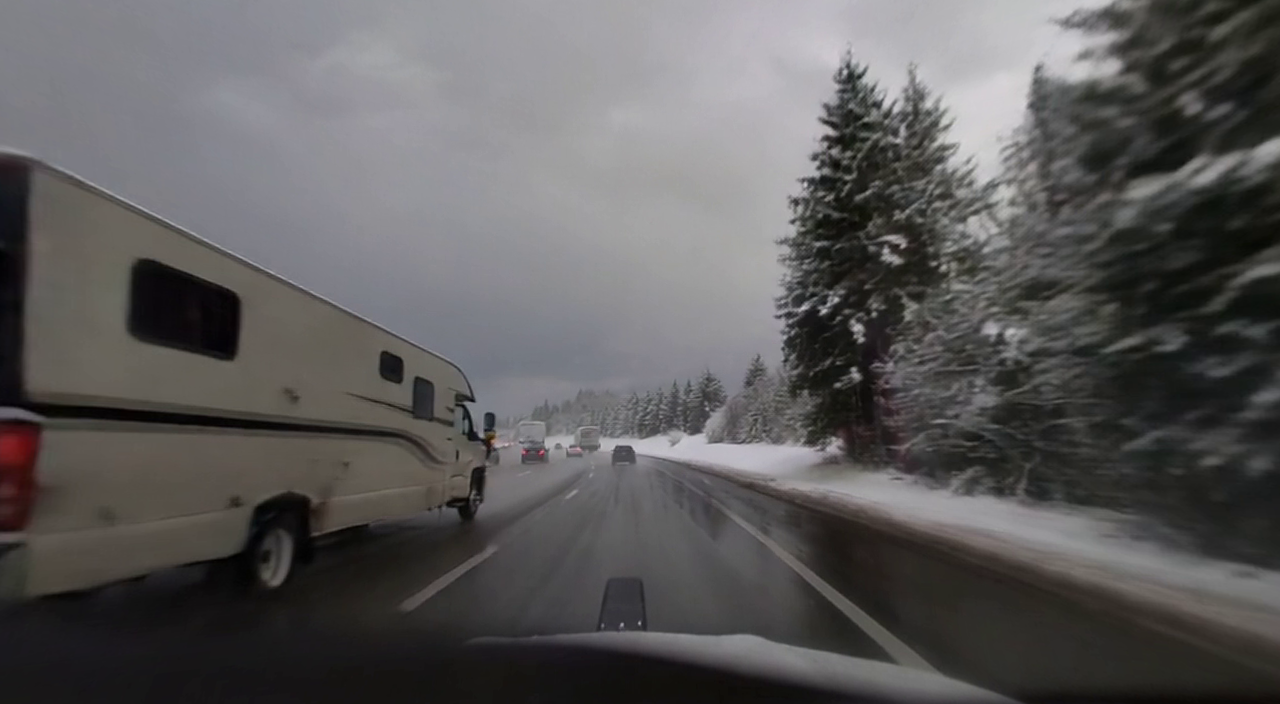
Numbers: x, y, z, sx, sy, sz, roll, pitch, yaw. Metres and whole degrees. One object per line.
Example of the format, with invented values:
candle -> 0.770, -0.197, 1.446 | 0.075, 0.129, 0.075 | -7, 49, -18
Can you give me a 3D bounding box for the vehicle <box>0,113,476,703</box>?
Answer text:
vehicle -> -4.125, 0.820, 6.854 | 2.542, 2.965, 7.637 | 0, -9, 0
